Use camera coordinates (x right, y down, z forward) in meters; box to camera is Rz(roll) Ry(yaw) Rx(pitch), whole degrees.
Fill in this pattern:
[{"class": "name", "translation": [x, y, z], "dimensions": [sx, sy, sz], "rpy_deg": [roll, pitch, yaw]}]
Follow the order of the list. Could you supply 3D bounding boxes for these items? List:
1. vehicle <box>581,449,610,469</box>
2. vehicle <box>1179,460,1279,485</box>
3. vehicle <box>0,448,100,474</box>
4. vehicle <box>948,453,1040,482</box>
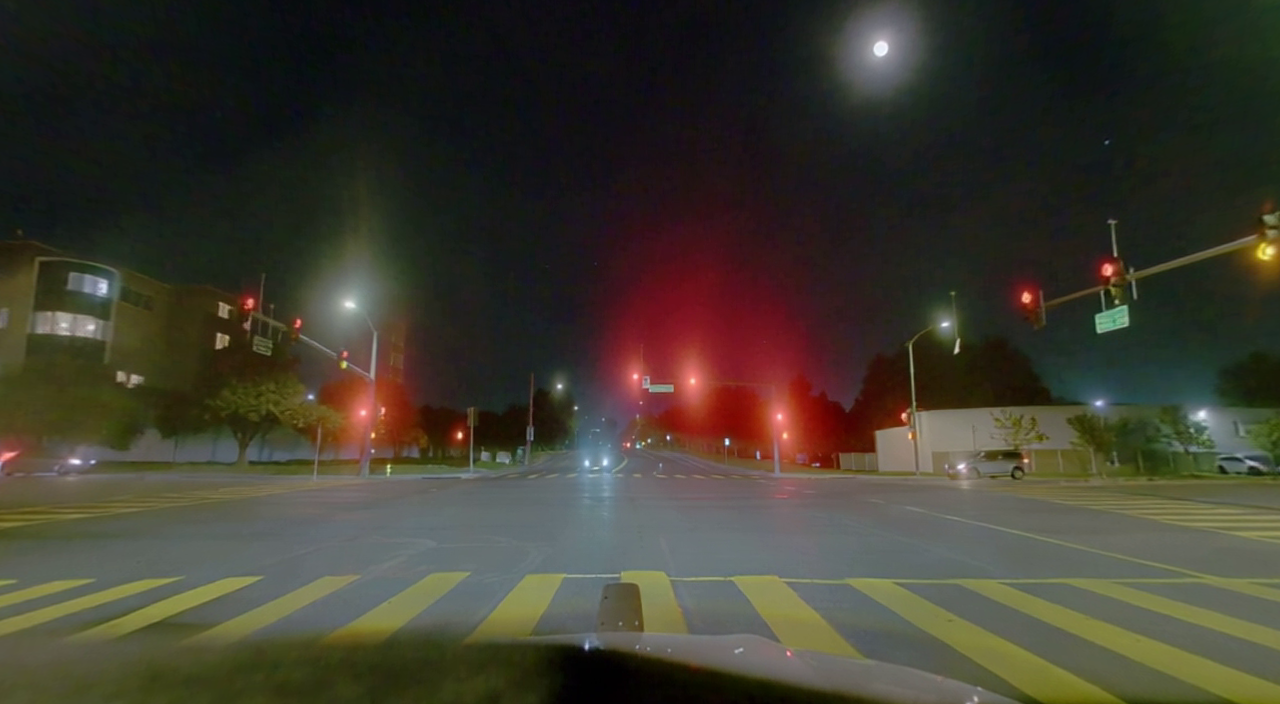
[{"class": "vehicle", "translation": [-3.458, 8.361, 49.225], "dimensions": [1.908, 1.441, 4.142], "rpy_deg": [0, -8, 1]}, {"class": "vehicle", "translation": [36.213, 7.312, 38.308], "dimensions": [4.976, 1.428, 1.929], "rpy_deg": [0, -9, -2]}, {"class": "vehicle", "translation": [-35.150, 6.415, 37.181], "dimensions": [4.741, 1.447, 1.807], "rpy_deg": [0, -9, 0]}, {"class": "vehicle", "translation": [21.091, 6.879, 37.593], "dimensions": [4.447, 1.623, 1.801], "rpy_deg": [0, -9, -3]}]
